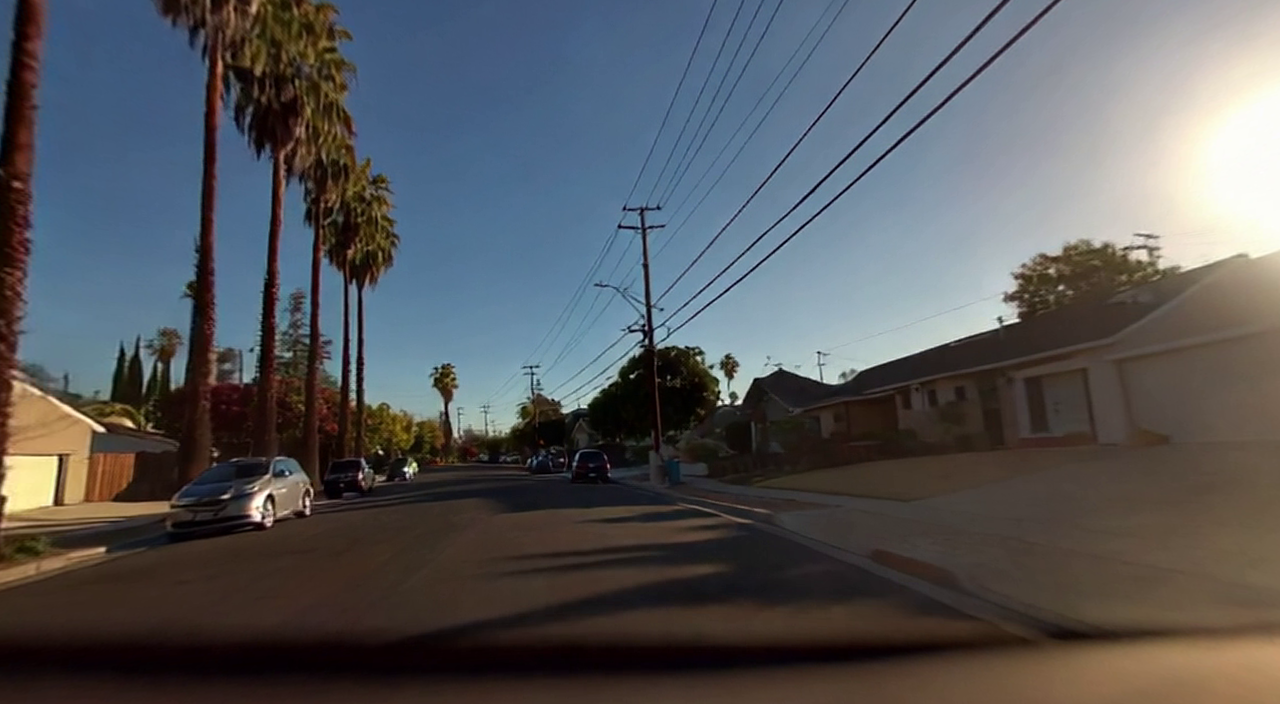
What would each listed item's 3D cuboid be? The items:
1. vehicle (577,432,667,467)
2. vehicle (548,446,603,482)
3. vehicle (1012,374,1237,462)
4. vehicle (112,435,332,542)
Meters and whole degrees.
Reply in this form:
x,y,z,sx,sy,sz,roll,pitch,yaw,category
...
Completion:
x,y,z,sx,sy,sz,roll,pitch,yaw,category
-1.312,6.750,43.918,5.900,2.328,2.603,1,-8,-9,vehicle
-2.998,5.066,28.817,1.870,1.490,3.802,2,-9,-16,vehicle
13.238,1.881,17.413,4.795,2.190,2.305,2,-9,-15,vehicle
-8.662,2.869,13.784,2.410,1.790,4.699,0,-10,-13,vehicle
